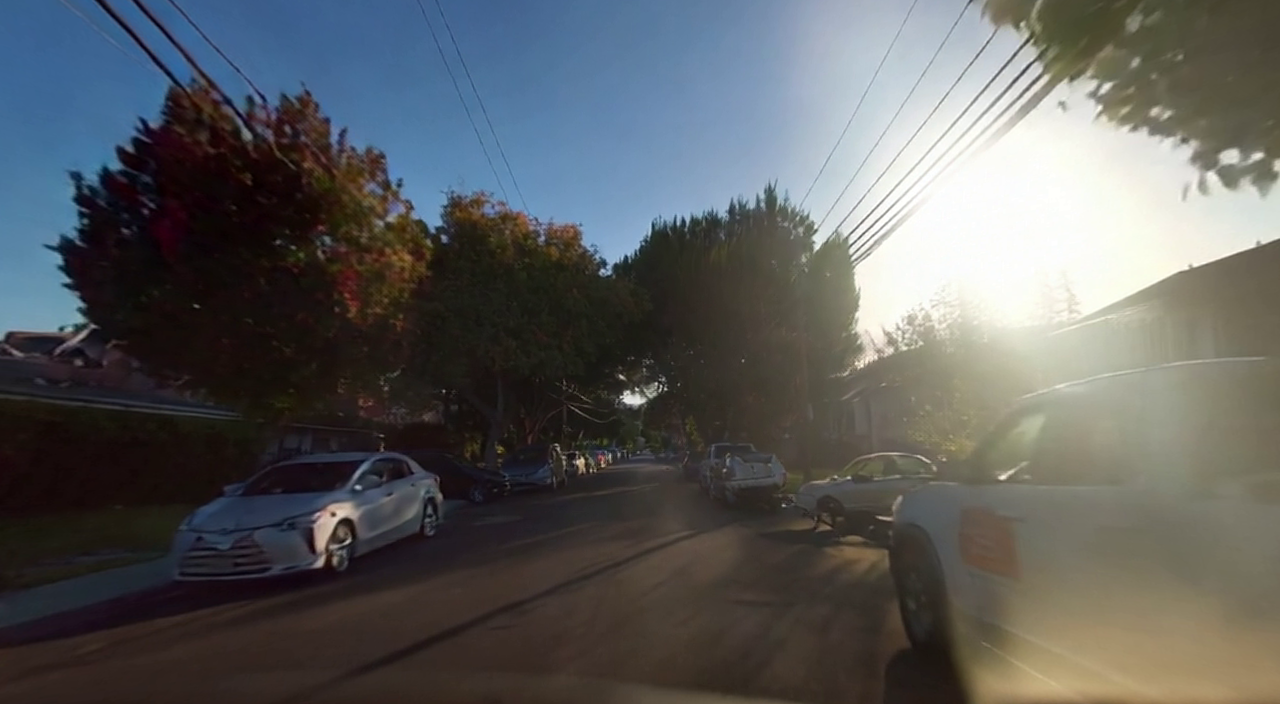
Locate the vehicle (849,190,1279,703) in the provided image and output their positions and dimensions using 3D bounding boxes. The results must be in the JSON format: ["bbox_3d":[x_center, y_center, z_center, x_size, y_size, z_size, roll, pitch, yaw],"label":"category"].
[{"bbox_3d":[2.746,0.705,2.175,2.295,2.019,5.212,0,-8,1],"label":"vehicle"}]

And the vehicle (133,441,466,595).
[{"bbox_3d":[-4.117,2.037,8.815,1.988,1.541,4.686,0,-8,1],"label":"vehicle"}]

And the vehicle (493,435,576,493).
[{"bbox_3d":[-3.871,4.187,24.167,2.280,1.953,5.092,0,-8,0],"label":"vehicle"}]
